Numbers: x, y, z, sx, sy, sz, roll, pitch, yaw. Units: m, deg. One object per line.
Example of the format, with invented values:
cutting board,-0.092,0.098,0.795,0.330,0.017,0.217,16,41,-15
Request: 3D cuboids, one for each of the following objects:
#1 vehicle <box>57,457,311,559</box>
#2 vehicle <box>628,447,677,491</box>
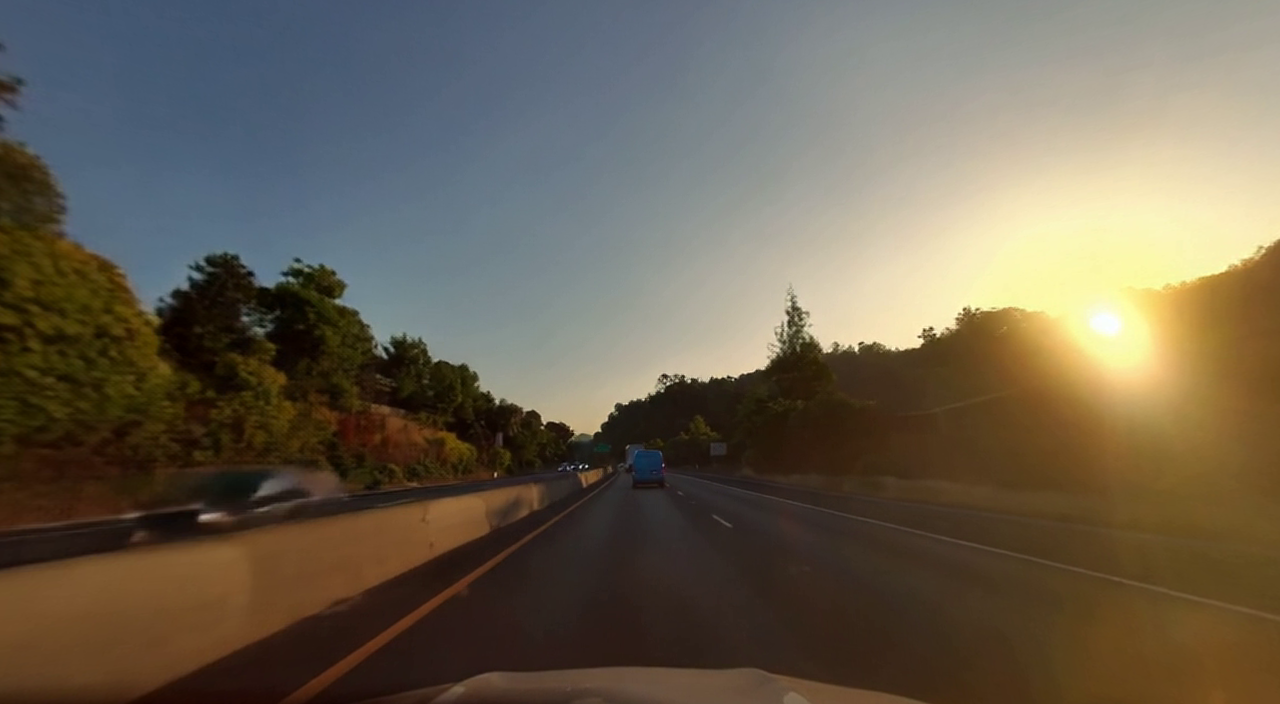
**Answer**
vehicle,-8.172,2.812,11.868,1.856,1.540,3.882,1,-11,-1
vehicle,0.608,6.408,34.508,2.429,2.167,4.558,1,-11,-2
